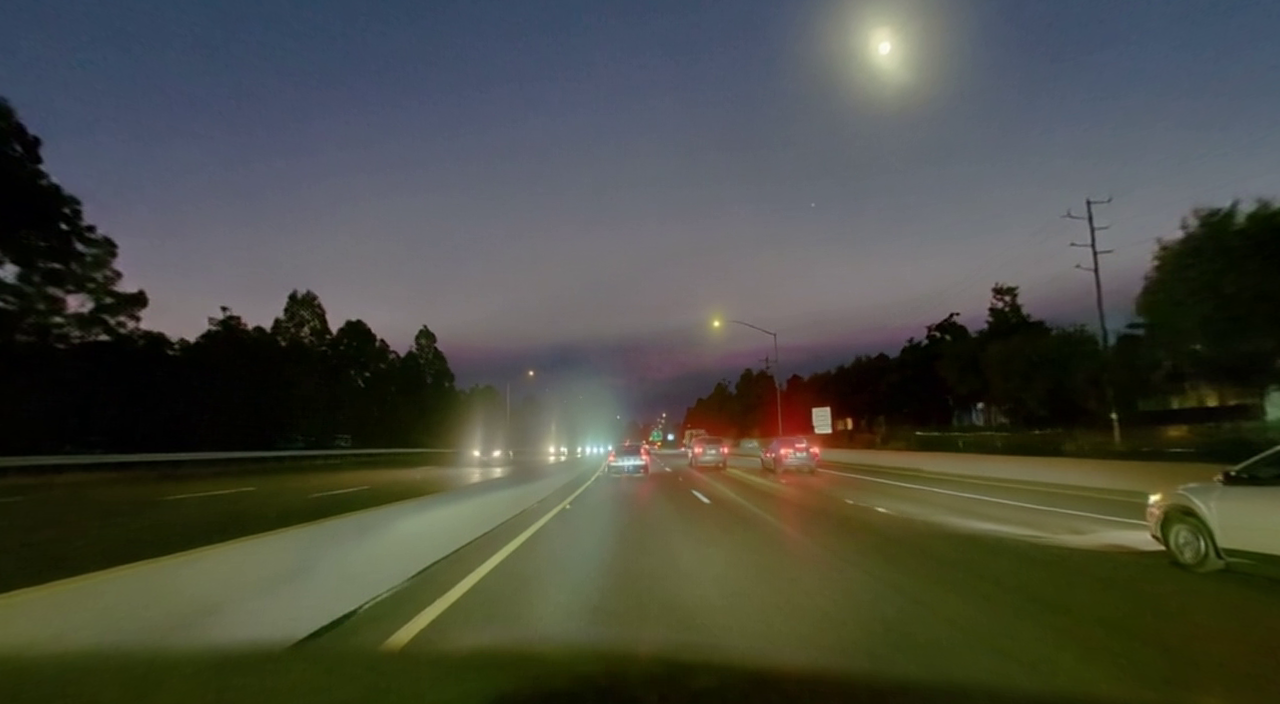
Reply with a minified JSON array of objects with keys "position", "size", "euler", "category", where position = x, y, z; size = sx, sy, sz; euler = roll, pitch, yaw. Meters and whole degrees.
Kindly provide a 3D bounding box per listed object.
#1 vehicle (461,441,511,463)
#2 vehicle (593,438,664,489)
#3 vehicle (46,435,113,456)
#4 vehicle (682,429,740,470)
[{"position":[-11.179,7.298,46.283],"size":[2.393,1.522,4.808],"euler":[0,-8,0],"category":"vehicle"},{"position":[-0.316,3.496,20.162],"size":[2.040,1.451,3.736],"euler":[0,-8,0],"category":"vehicle"},{"position":[-39.903,6.656,45.023],"size":[3.229,1.360,1.533],"euler":[-1,-8,-1],"category":"vehicle"},{"position":[3.363,4.765,30.884],"size":[2.186,1.842,4.553],"euler":[0,-8,-1],"category":"vehicle"}]
